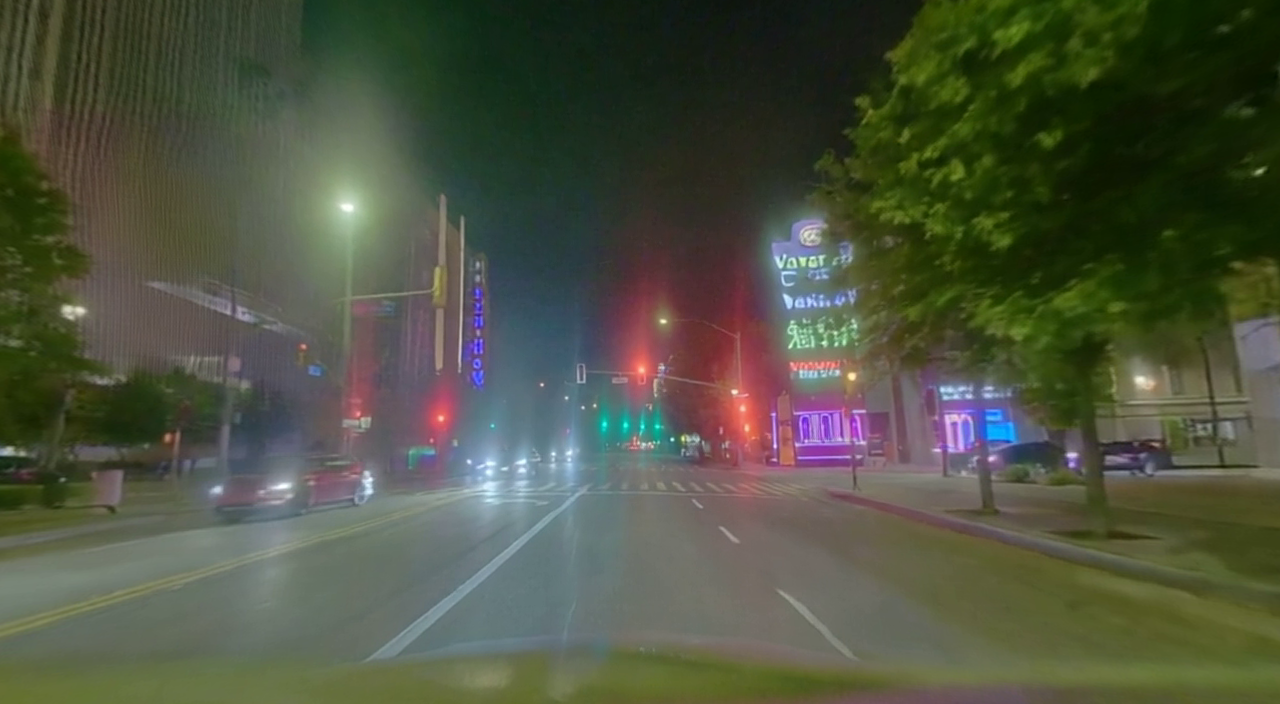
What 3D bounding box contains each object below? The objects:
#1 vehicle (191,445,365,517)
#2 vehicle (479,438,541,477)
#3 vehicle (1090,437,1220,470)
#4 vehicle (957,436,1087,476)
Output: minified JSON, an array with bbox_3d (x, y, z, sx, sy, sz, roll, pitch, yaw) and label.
[{"bbox_3d":[-8.807,3.130,15.811,1.978,1.561,3.907,0,-9,1],"label":"vehicle"},{"bbox_3d":[-6.266,5.125,30.807,2.041,1.756,4.392,0,-9,1],"label":"vehicle"},{"bbox_3d":[24.754,4.877,30.422,4.503,1.472,2.032,0,-9,-2],"label":"vehicle"},{"bbox_3d":[16.583,4.527,27.528,4.299,1.679,2.011,0,-9,0],"label":"vehicle"}]
